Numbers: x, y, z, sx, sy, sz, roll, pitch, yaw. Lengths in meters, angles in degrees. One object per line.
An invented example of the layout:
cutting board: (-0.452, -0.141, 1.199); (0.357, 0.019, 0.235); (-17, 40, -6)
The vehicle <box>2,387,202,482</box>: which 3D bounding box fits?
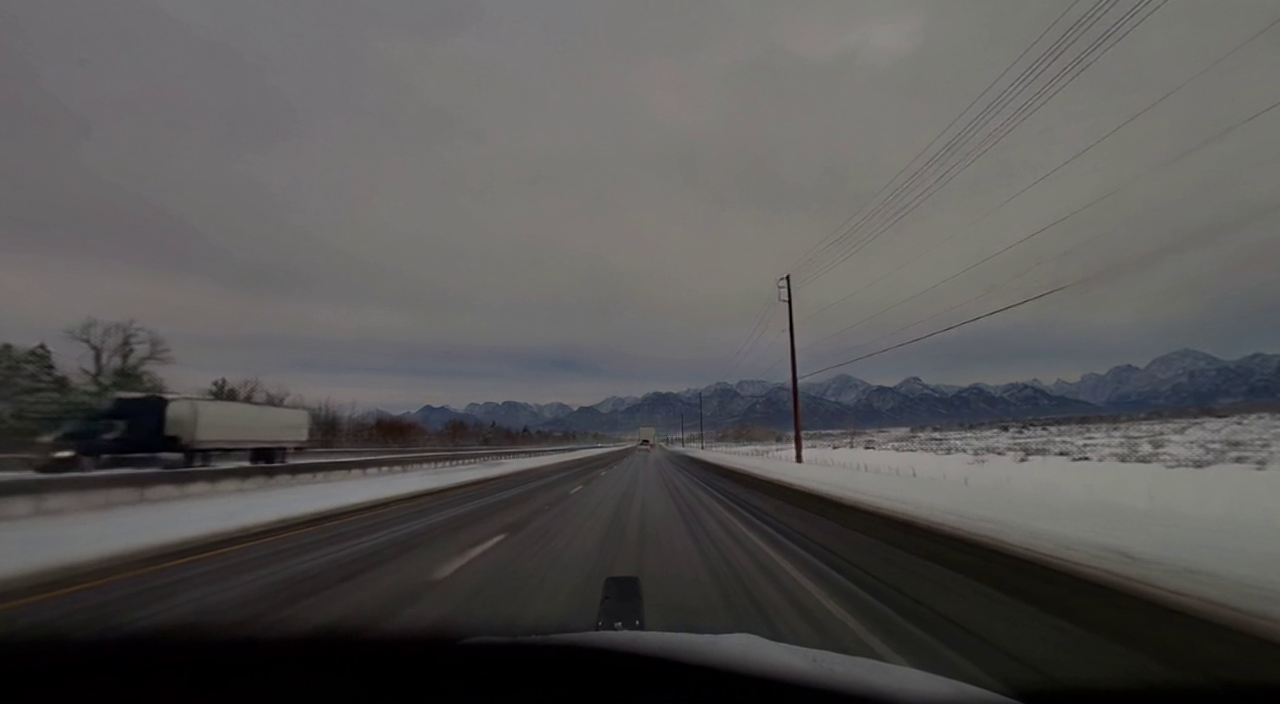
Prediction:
vehicle: (-25.157, 3.972, 30.131); (3.029, 3.979, 7.032); (0, -8, 1)
